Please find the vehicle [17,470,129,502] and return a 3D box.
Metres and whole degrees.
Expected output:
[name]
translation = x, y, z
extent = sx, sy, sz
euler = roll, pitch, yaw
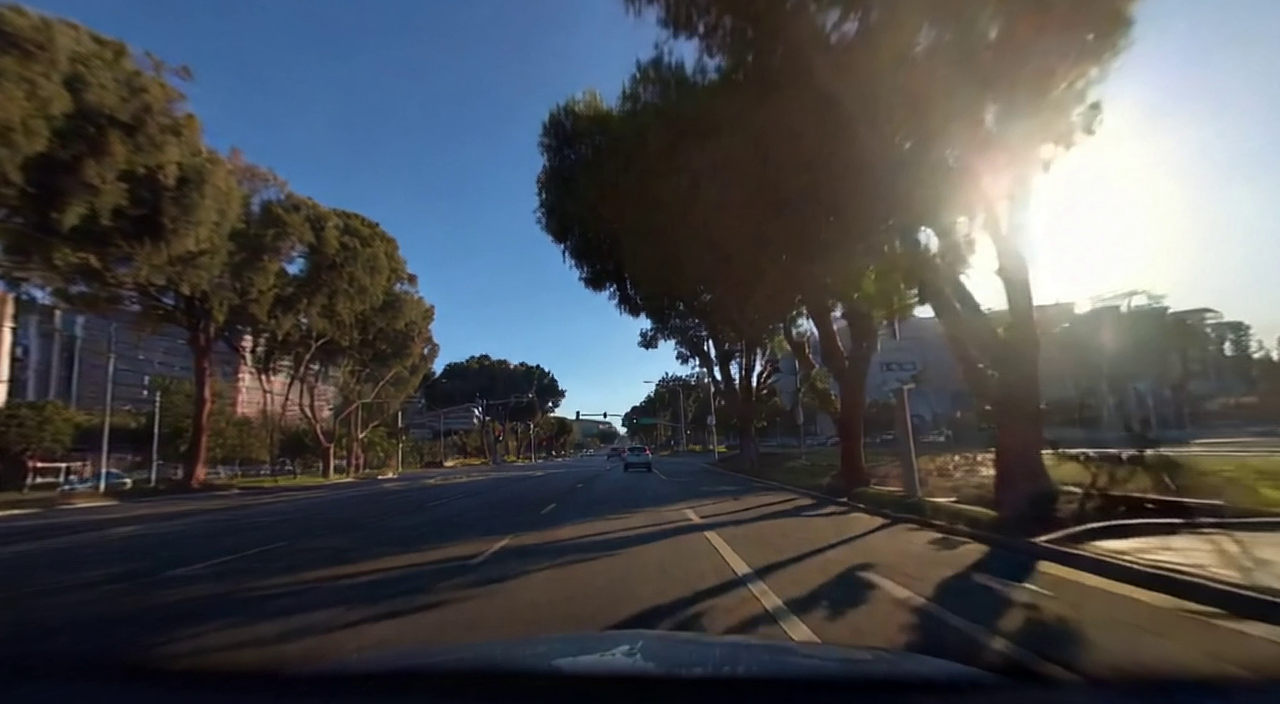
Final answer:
[vehicle]
translation = -32.299, 7.648, 36.151
extent = 2.013, 1.496, 4.799
euler = 0, -9, 0
